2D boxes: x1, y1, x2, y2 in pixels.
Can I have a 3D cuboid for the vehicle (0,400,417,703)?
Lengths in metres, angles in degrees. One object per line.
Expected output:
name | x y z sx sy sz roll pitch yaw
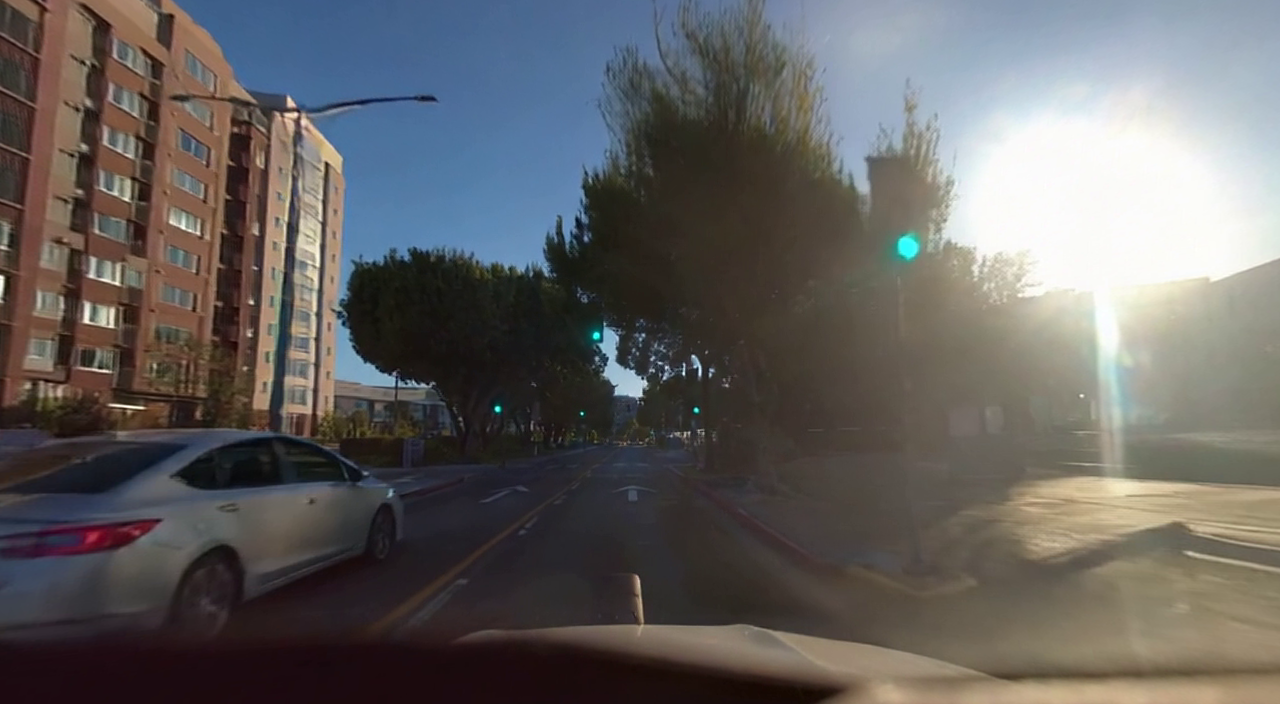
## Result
vehicle | -3.349 1.188 4.399 1.898 1.407 4.652 0 -8 0
